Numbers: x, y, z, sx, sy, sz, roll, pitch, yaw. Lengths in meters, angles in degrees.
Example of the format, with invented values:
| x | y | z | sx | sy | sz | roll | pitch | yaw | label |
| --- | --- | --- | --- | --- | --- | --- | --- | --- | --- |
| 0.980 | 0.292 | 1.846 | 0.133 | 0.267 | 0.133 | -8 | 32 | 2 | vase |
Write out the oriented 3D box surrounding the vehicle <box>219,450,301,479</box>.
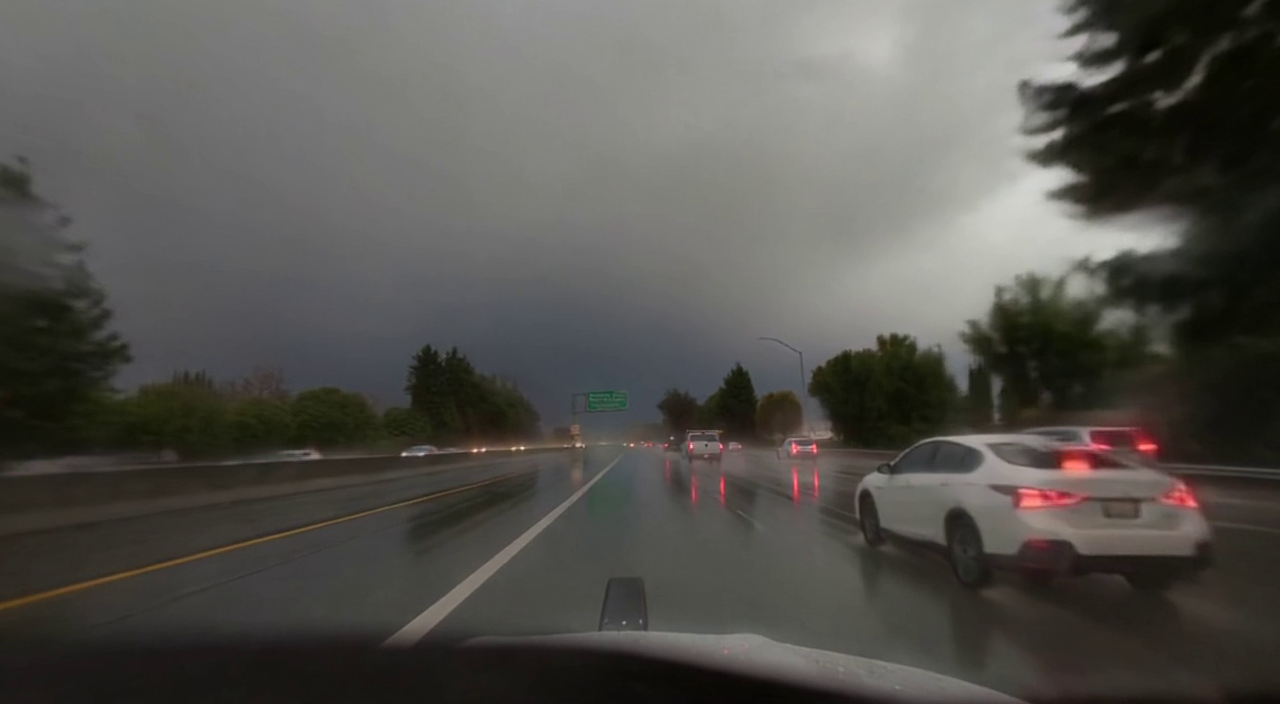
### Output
| x | y | z | sx | sy | sz | roll | pitch | yaw | label |
| --- | --- | --- | --- | --- | --- | --- | --- | --- | --- |
| -21.491 | 6.360 | 35.920 | 1.825 | 1.444 | 4.583 | 0 | -8 | 0 | vehicle |

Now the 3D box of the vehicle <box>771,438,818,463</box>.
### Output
| x | y | z | sx | sy | sz | roll | pitch | yaw | label |
| --- | --- | --- | --- | --- | --- | --- | --- | --- | --- |
| 11.028 | 7.060 | 45.383 | 2.045 | 1.658 | 4.598 | 0 | -8 | -2 | vehicle |

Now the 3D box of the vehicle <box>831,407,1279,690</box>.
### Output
| x | y | z | sx | sy | sz | roll | pitch | yaw | label |
| --- | --- | --- | --- | --- | --- | --- | --- | --- | --- |
| 3.495 | 1.421 | 5.880 | 1.978 | 1.535 | 4.705 | 0 | -8 | 0 | vehicle |

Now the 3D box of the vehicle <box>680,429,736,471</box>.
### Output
| x | y | z | sx | sy | sz | roll | pitch | yaw | label |
| --- | --- | --- | --- | --- | --- | --- | --- | --- | --- |
| 3.448 | 5.103 | 33.105 | 2.218 | 1.964 | 5.662 | 0 | -8 | -1 | vehicle |
